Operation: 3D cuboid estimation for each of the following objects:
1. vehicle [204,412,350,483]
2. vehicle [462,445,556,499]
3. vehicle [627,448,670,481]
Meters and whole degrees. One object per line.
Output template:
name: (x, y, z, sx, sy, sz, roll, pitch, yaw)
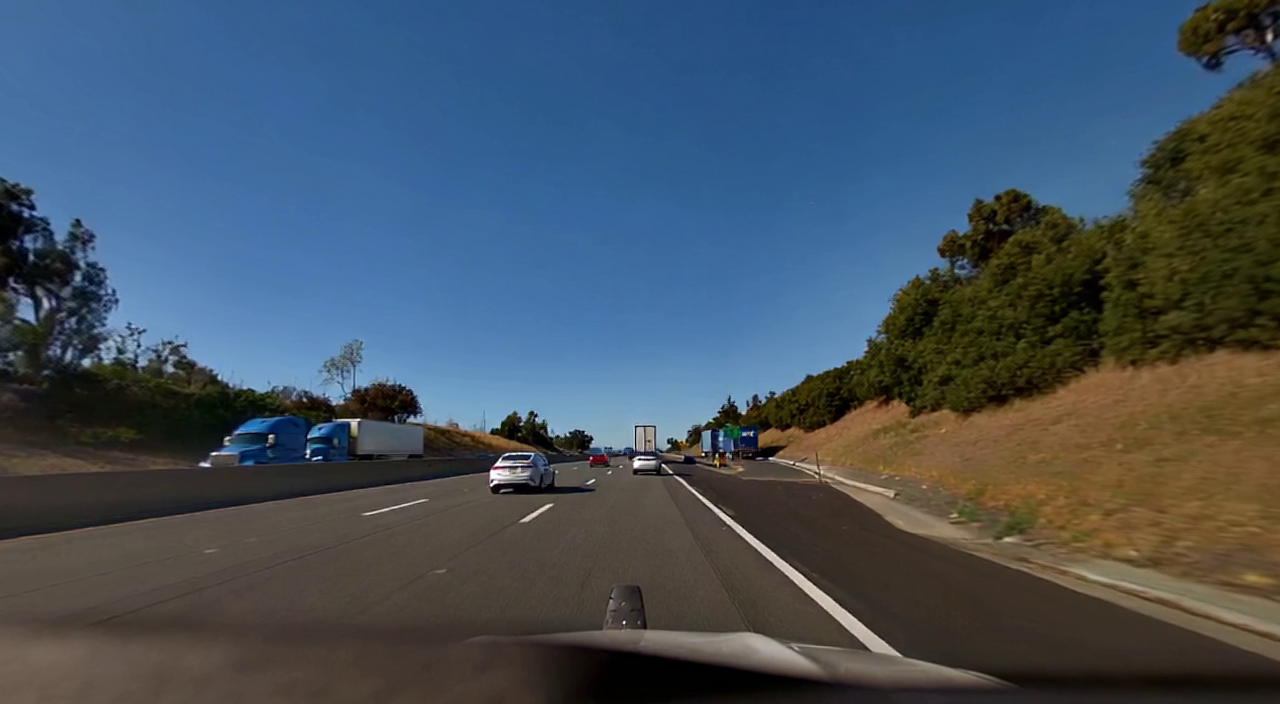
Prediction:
vehicle: (-19.254, 5.202, 34.273, 2.919, 3.409, 8.090, 0, -9, 1)
vehicle: (-4.040, 3.779, 20.212, 2.018, 1.504, 4.431, 0, -9, 1)
vehicle: (0.395, 5.463, 30.774, 1.991, 1.507, 3.391, 0, -9, 0)
